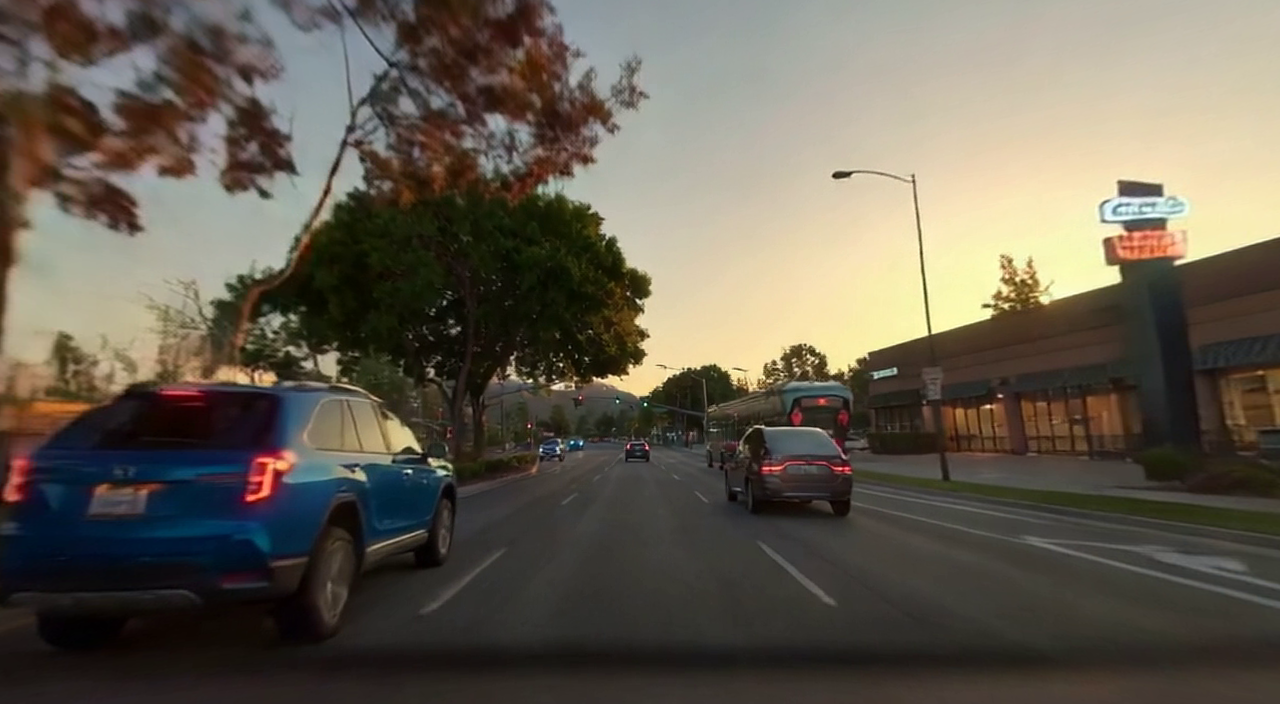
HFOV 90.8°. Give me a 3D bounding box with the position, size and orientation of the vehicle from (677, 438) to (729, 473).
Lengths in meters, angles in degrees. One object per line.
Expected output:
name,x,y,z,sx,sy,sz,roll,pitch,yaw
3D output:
vehicle,2.868,4.811,29.607,1.842,1.480,4.155,0,-8,-2

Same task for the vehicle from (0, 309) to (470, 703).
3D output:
vehicle,-3.357,1.172,5.840,2.368,2.037,5.319,0,-9,-4

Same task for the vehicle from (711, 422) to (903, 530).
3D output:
vehicle,2.759,2.199,11.833,2.174,1.596,4.779,0,-8,-1

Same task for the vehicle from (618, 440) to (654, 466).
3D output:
vehicle,-0.280,6.100,38.127,2.008,1.464,4.052,0,-8,-1

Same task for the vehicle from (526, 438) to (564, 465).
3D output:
vehicle,-6.787,7.130,45.472,2.136,1.837,4.669,0,-8,-2
